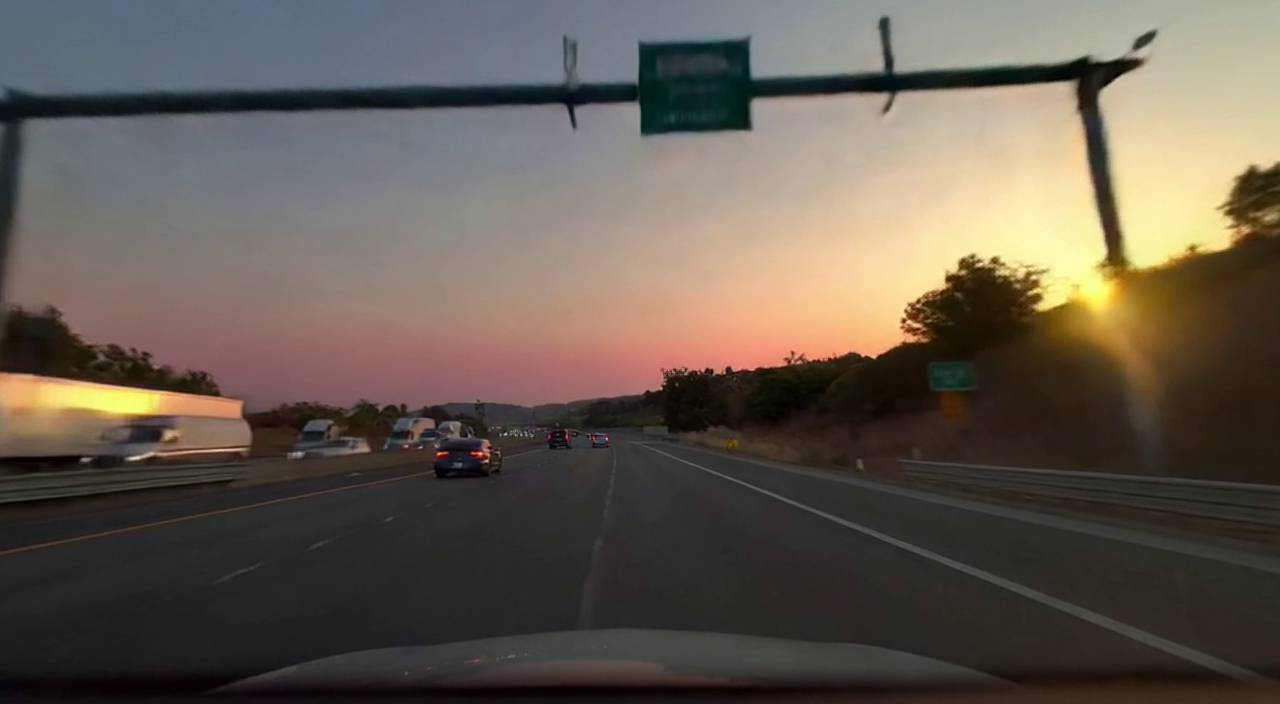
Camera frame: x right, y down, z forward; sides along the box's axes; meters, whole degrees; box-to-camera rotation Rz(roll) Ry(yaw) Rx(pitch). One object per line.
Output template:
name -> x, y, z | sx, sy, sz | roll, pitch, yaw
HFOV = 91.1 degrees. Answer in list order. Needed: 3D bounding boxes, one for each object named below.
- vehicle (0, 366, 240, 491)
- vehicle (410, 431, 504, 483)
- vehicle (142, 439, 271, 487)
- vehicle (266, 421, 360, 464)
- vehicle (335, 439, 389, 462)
vehicle -> -22.071, 3.027, 23.920 | 3.348, 3.923, 16.919 | -1, -8, -2
vehicle -> -5.963, 3.449, 21.034 | 1.953, 1.550, 4.167 | 0, -8, -1
vehicle -> -14.765, 3.756, 21.686 | 1.775, 1.440, 3.806 | 0, -8, -1
vehicle -> -22.983, 6.395, 44.722 | 3.016, 2.733, 7.070 | 0, -8, -1
vehicle -> -19.227, 6.810, 43.626 | 1.858, 1.457, 4.357 | 0, -8, -1
